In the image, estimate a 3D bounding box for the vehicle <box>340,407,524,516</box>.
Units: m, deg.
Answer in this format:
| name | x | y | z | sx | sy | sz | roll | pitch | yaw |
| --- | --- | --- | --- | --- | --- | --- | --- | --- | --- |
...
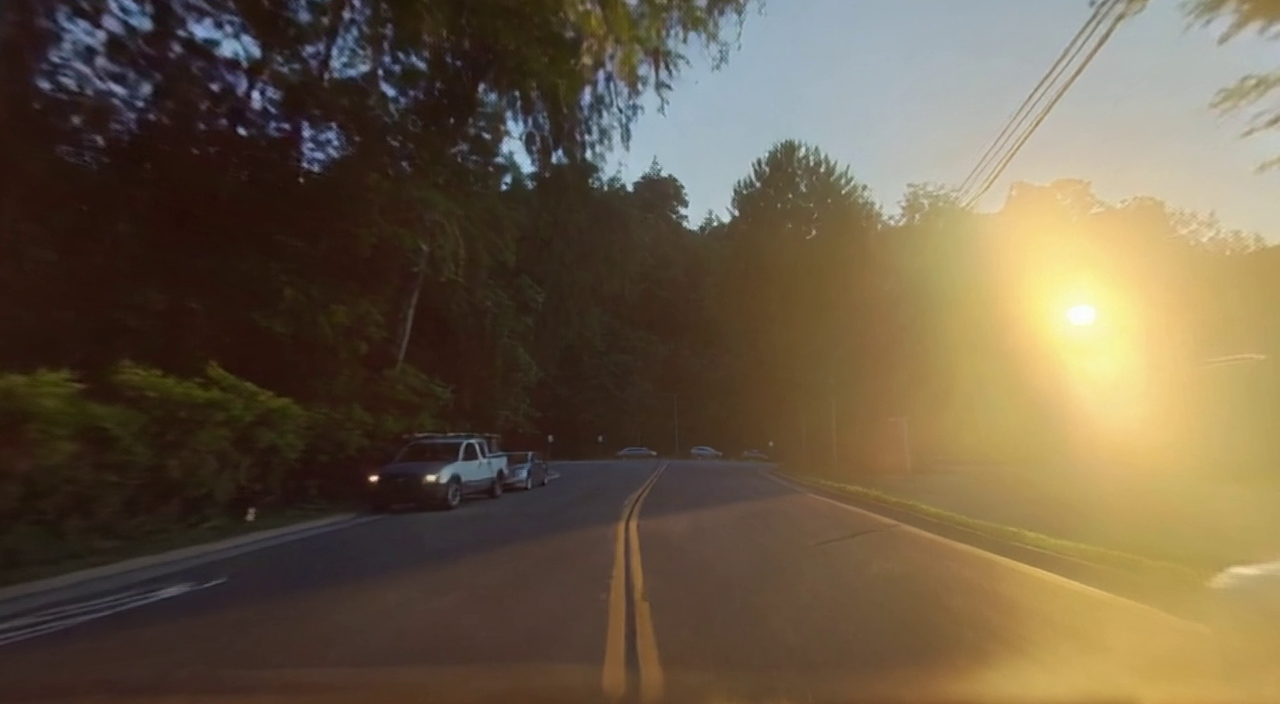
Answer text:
| name | x | y | z | sx | sy | sz | roll | pitch | yaw |
| --- | --- | --- | --- | --- | --- | --- | --- | --- | --- |
| vehicle | -5.134 | 2.996 | 16.682 | 2.583 | 2.167 | 5.667 | -6 | -12 | 4 |
